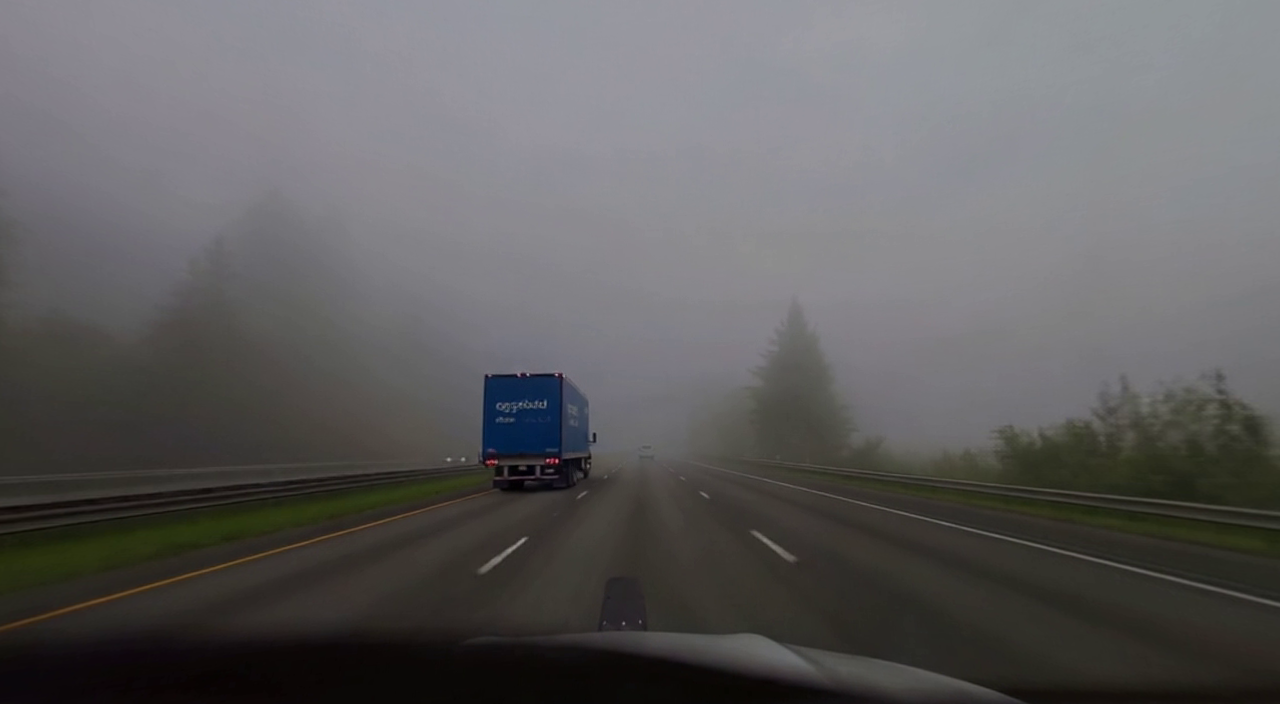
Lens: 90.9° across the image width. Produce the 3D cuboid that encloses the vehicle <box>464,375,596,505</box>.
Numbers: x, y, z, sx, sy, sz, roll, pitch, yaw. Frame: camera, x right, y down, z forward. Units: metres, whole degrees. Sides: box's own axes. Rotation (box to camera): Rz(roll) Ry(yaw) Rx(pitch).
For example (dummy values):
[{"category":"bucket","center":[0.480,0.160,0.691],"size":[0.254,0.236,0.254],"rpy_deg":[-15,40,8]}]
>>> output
[{"category":"vehicle","center":[-2.907,2.646,18.852],"size":[2.695,3.151,6.885],"rpy_deg":[0,-9,0]}]
